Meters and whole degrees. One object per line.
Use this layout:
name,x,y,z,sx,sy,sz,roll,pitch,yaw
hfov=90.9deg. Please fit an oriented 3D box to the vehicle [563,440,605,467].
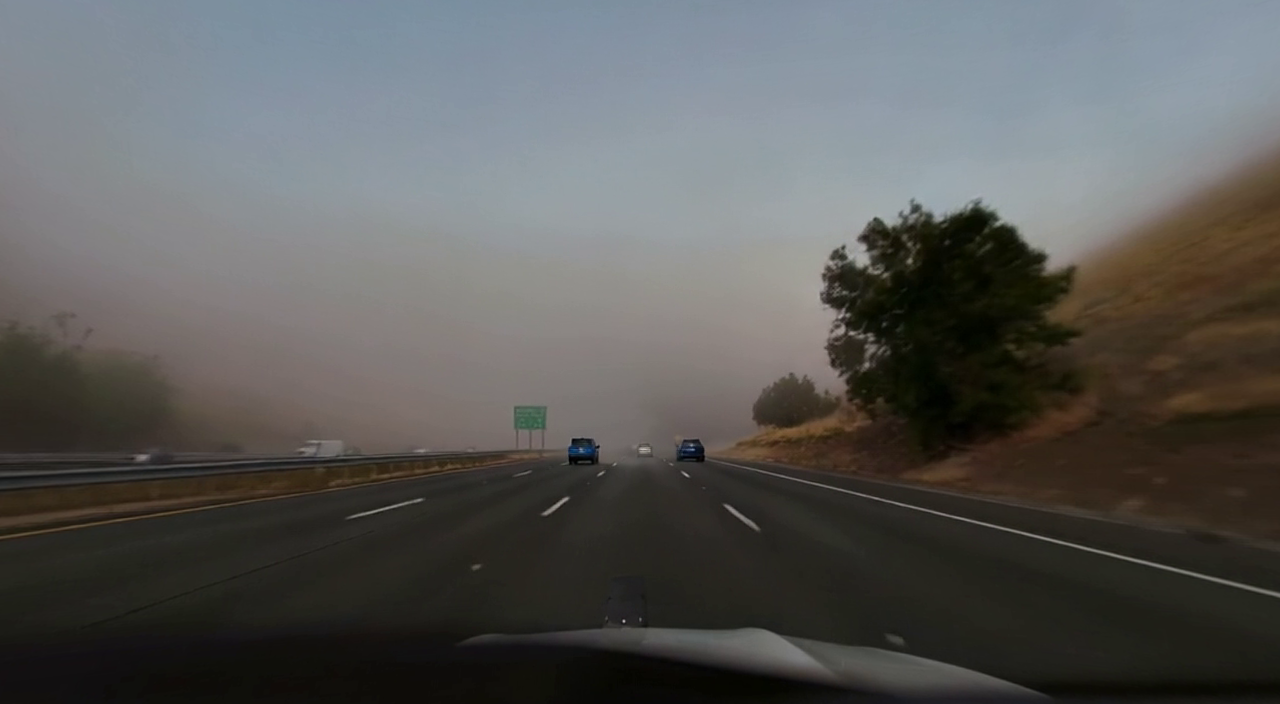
vehicle,-3.447,6.331,39.552,2.159,1.562,4.441,0,-8,1

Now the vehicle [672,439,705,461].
vehicle,3.734,7.618,49.181,2.168,1.681,4.279,0,-8,0
